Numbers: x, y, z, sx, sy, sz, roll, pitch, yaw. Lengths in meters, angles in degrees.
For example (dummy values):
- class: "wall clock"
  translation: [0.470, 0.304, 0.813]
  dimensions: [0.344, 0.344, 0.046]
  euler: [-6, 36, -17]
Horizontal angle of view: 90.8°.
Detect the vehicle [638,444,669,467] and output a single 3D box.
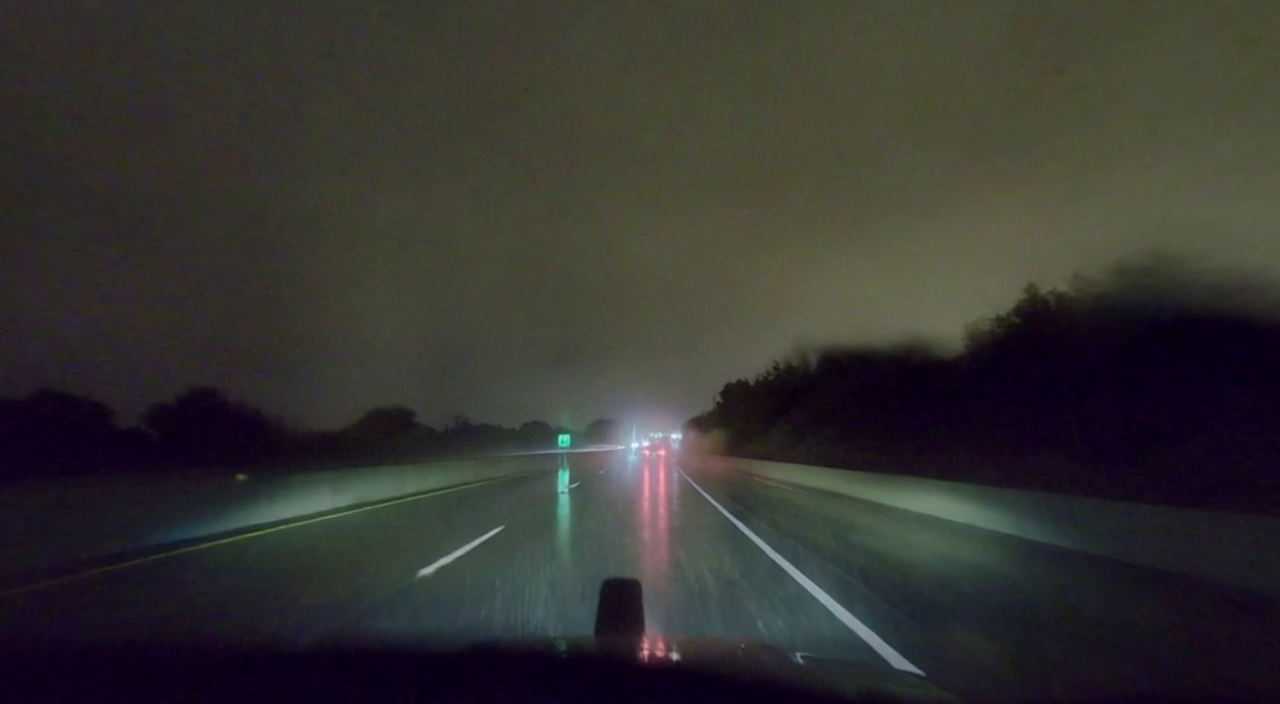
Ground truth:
- class: "vehicle"
  translation: [1.000, 7.788, 47.503]
  dimensions: [2.221, 1.603, 4.149]
  euler: [0, -9, 1]
